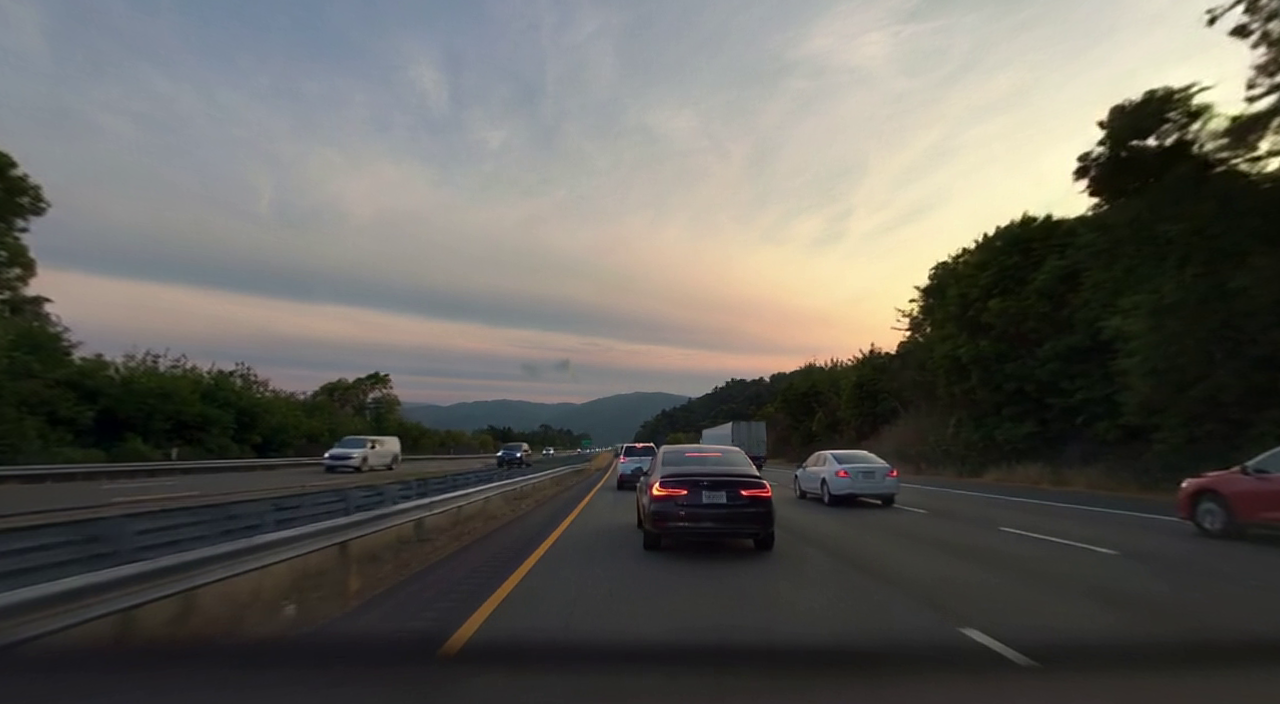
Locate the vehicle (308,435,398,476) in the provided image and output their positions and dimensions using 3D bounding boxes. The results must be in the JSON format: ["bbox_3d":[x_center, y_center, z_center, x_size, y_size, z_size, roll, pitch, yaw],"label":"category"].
[{"bbox_3d":[-12.875,4.670,28.607,1.991,1.677,4.499,0,-9,-1],"label":"vehicle"}]

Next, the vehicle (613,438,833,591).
[{"bbox_3d":[0.740,1.843,7.927,2.094,1.426,3.725,0,-9,-2],"label":"vehicle"}]

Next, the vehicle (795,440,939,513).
[{"bbox_3d":[5.308,2.953,15.410,1.908,1.500,4.157,0,-9,-1],"label":"vehicle"}]

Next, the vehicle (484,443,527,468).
[{"bbox_3d":[-8.557,6.645,40.425,1.865,1.479,3.882,-1,-9,1],"label":"vehicle"}]
